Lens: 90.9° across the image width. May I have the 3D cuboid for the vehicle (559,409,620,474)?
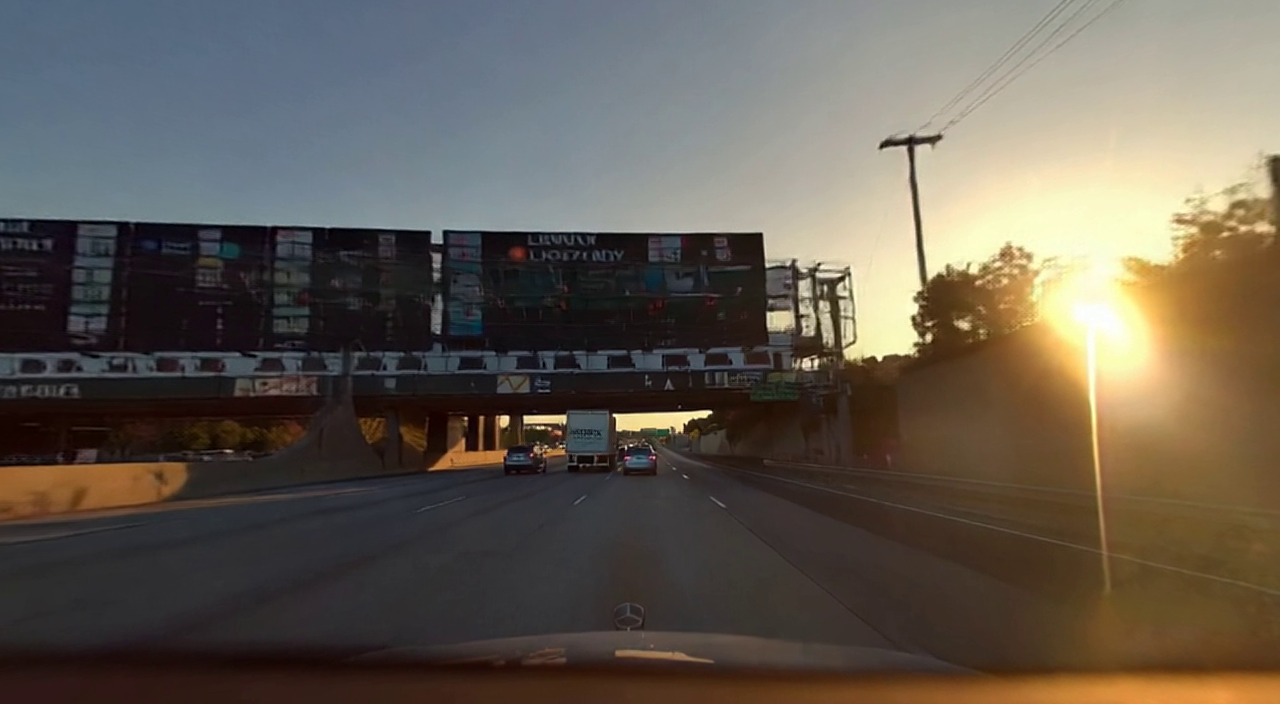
[{"bbox_3d":[-2.883,5.485,38.348,2.794,3.460,8.595,0,-9,1],"label":"vehicle"}]

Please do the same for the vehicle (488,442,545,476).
[{"bbox_3d":[-6.570,5.752,34.084,2.124,1.674,4.541,0,-9,0],"label":"vehicle"}]

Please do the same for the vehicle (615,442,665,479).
[{"bbox_3d":[-0.031,4.963,29.015,2.168,1.597,3.615,0,-9,-1],"label":"vehicle"}]
